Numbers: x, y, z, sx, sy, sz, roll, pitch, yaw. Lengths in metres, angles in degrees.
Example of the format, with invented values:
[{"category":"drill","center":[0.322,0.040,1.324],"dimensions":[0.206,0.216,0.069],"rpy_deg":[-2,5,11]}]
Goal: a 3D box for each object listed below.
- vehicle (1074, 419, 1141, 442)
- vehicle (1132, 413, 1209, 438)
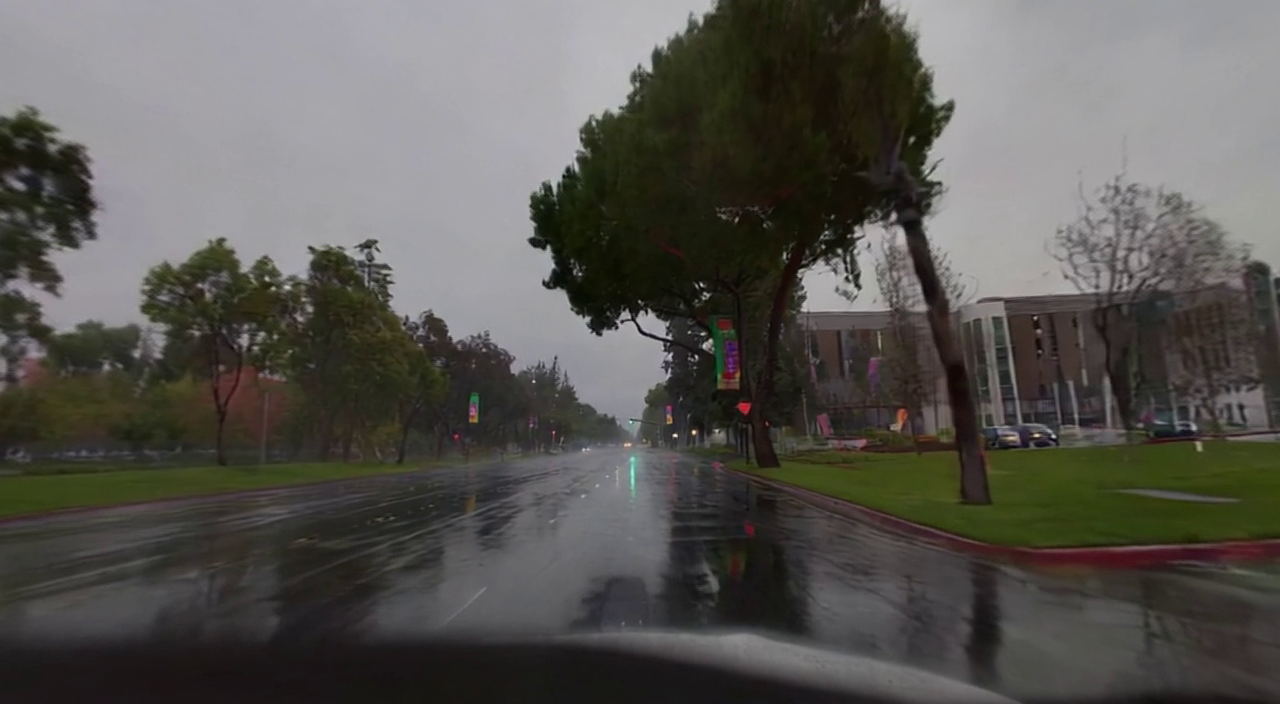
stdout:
[{"category":"vehicle","center":[33.942,5.730,45.718],"dimensions":[1.866,1.550,3.927],"rpy_deg":[-1,-8,2]},{"category":"vehicle","center":[39.302,5.488,46.631],"dimensions":[1.945,1.690,4.317],"rpy_deg":[-1,-8,1]}]
